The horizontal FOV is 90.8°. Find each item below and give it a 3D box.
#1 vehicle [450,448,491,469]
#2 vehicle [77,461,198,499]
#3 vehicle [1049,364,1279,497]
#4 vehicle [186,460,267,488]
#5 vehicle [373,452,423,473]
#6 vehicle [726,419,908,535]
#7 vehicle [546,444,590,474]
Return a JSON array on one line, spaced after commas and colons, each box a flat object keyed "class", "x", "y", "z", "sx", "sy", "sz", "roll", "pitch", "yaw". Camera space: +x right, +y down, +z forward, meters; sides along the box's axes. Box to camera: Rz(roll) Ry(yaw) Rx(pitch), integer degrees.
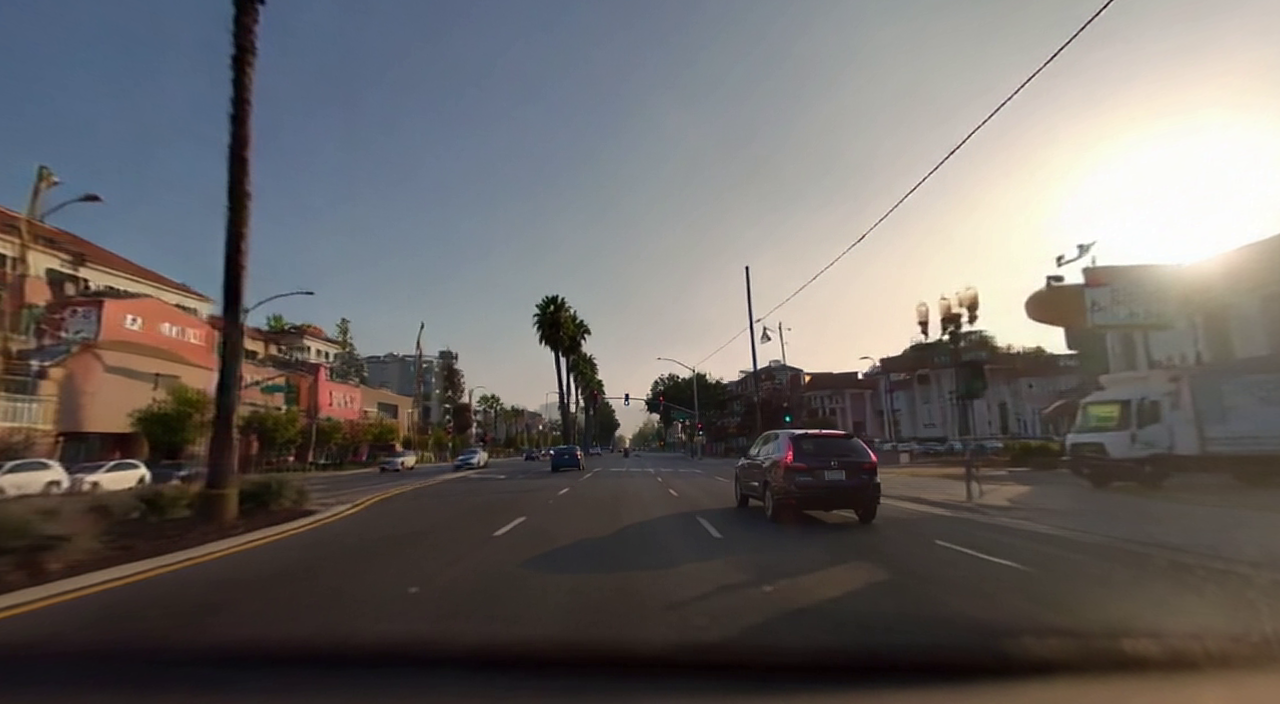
[{"class": "vehicle", "x": -13.176, "y": 8.276, "z": 49.330, "sx": 1.963, "sy": 1.545, "sz": 4.320, "roll": 0, "pitch": -9, "yaw": 0}, {"class": "vehicle", "x": -23.237, "y": 5.887, "z": 29.503, "sx": 1.997, "sy": 1.434, "sz": 4.569, "roll": -2, "pitch": -9, "yaw": -1}, {"class": "vehicle", "x": 15.281, "y": 2.096, "z": 16.753, "sx": 6.704, "sy": 3.194, "sz": 2.704, "roll": -1, "pitch": -9, "yaw": 4}, {"class": "vehicle", "x": -23.369, "y": 6.882, "z": 35.875, "sx": 1.752, "sy": 1.430, "sz": 4.078, "roll": -1, "pitch": -9, "yaw": 2}, {"class": "vehicle", "x": -19.041, "y": 8.689, "z": 49.900, "sx": 2.056, "sy": 1.504, "sz": 4.787, "roll": 0, "pitch": -9, "yaw": 0}, {"class": "vehicle", "x": 2.950, "y": 2.201, "z": 11.677, "sx": 1.982, "sy": 1.711, "sz": 4.276, "roll": 0, "pitch": -9, "yaw": -2}, {"class": "vehicle", "x": -3.874, "y": 5.818, "z": 34.582, "sx": 2.034, "sy": 1.498, "sz": 3.995, "roll": 0, "pitch": -9, "yaw": -1}]
